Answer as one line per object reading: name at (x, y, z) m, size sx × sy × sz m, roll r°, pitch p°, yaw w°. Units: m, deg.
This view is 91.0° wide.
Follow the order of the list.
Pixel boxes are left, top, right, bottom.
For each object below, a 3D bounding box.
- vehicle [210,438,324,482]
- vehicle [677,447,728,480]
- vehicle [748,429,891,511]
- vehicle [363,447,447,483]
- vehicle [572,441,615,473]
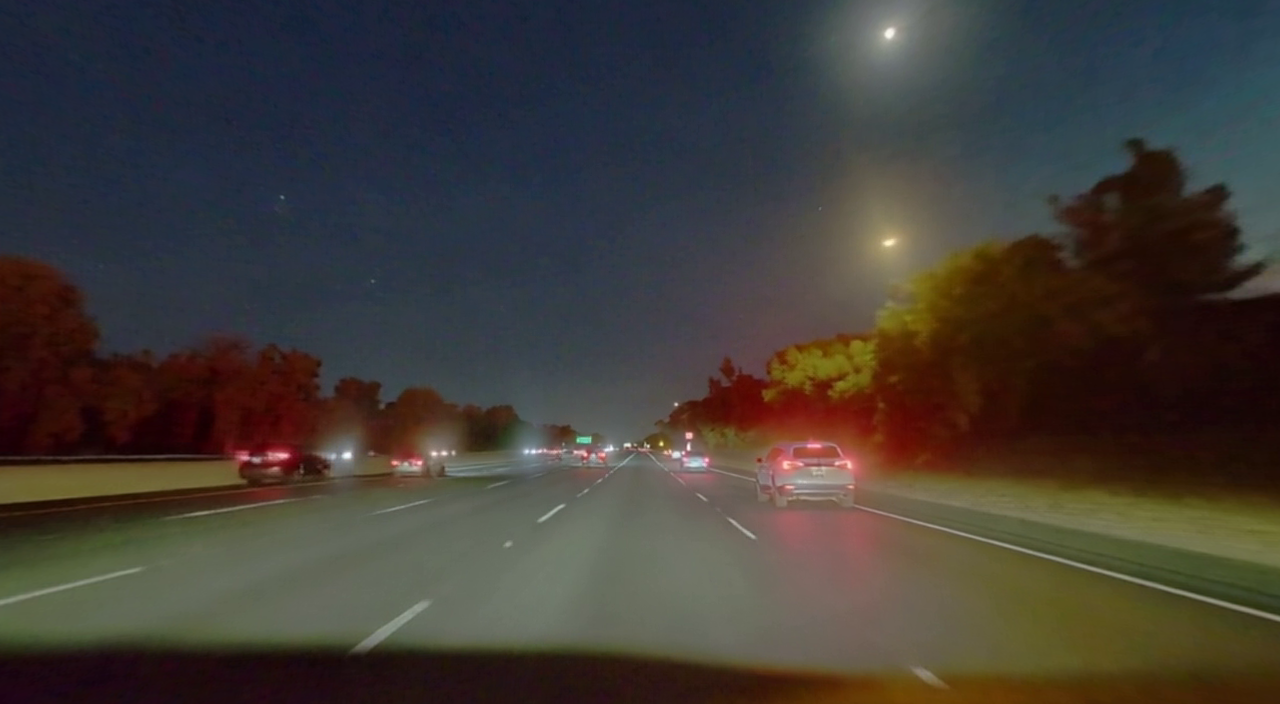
vehicle at (-16.858, 4.882, 28.858) m, size 2.181 × 1.819 × 4.830 m, roll 0°, pitch -9°, yaw 1°
vehicle at (3.051, 5.536, 31.520) m, size 2.126 × 1.529 × 4.438 m, roll 0°, pitch -9°, yaw 1°
vehicle at (4.321, 2.939, 16.178) m, size 2.218 × 1.776 × 4.807 m, roll 0°, pitch -9°, yaw 0°
vehicle at (-10.461, 5.061, 28.473) m, size 1.974 × 1.472 × 4.684 m, roll 0°, pitch -9°, yaw 0°
vehicle at (-2.967, 6.866, 41.383) m, size 2.449 × 1.929 × 5.503 m, roll 0°, pitch -9°, yaw 0°
